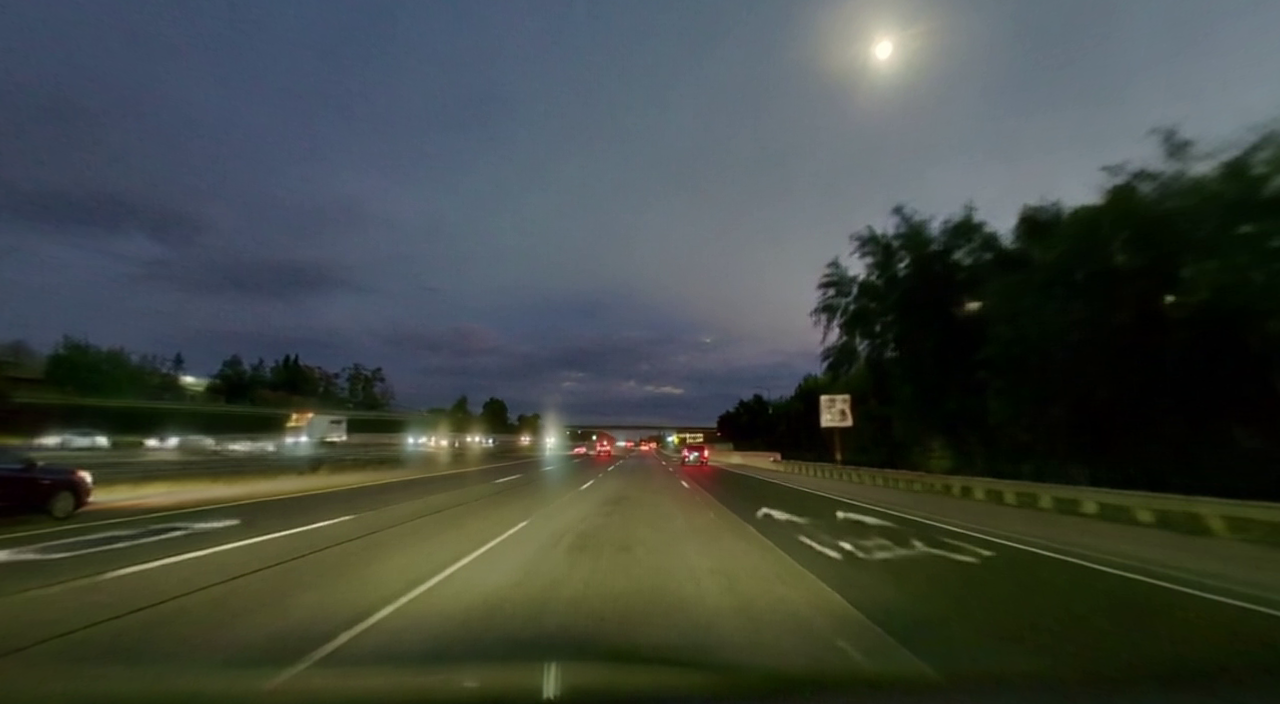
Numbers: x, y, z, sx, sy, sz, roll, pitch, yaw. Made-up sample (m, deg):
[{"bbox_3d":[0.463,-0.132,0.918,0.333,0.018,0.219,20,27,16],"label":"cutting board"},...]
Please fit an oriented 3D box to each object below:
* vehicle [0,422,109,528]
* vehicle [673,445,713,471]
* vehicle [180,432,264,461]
[{"bbox_3d":[-11.285,1.942,9.863,1.995,1.682,4.516,0,-8,0],"label":"vehicle"},{"bbox_3d":[3.227,6.555,39.294,2.059,1.509,4.670,0,-8,0],"label":"vehicle"},{"bbox_3d":[-24.496,5.558,37.205,1.874,1.549,4.444,0,-8,0],"label":"vehicle"}]
